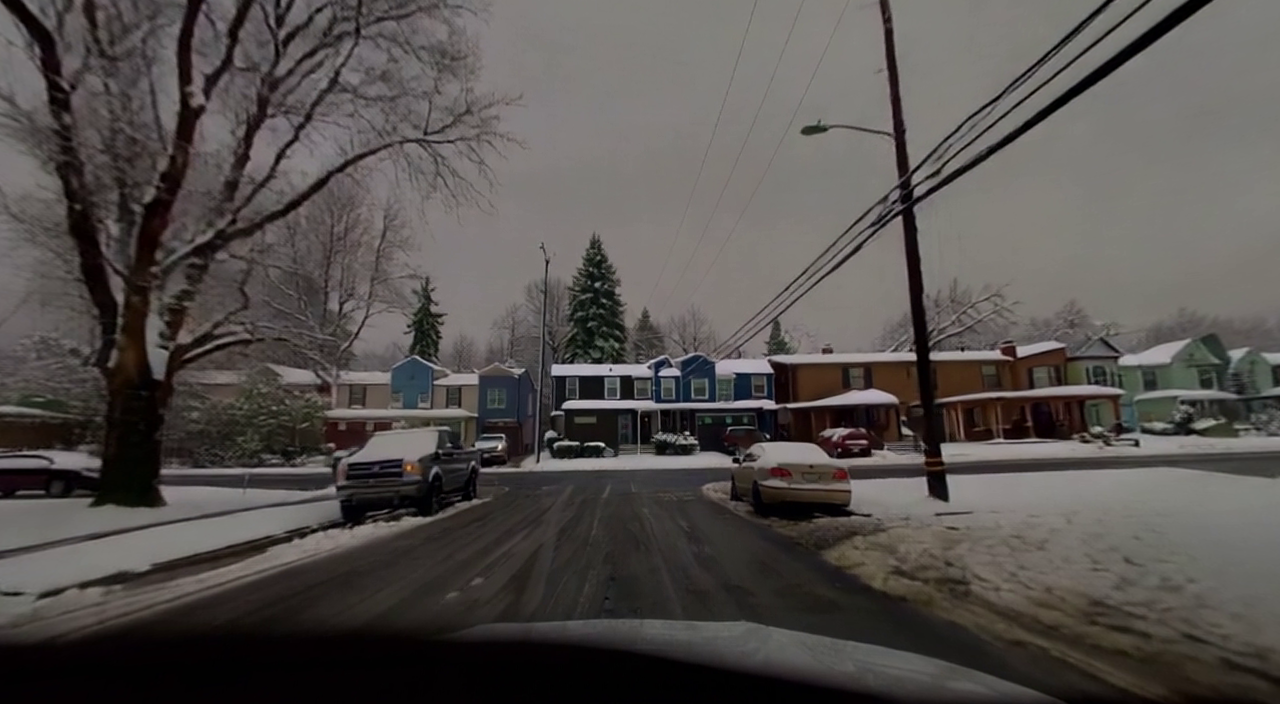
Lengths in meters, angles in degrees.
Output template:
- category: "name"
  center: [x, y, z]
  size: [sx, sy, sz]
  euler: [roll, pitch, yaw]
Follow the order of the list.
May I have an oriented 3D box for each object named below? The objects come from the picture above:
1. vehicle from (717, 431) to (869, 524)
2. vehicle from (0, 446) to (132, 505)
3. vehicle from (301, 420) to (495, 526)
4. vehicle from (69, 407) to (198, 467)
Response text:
- category: "vehicle"
  center: [3.340, 2.847, 14.942]
  size: [2.109, 1.811, 4.886]
  euler: [1, -9, -3]
- category: "vehicle"
  center: [-15.953, 3.275, 17.124]
  size: [1.563, 1.433, 3.492]
  euler: [1, -9, -7]
- category: "vehicle"
  center: [-5.569, 2.895, 15.800]
  size: [2.480, 2.084, 6.353]
  euler: [0, -9, -1]
- category: "vehicle"
  center: [-31.402, 5.177, 39.431]
  size: [2.473, 2.922, 6.719]
  euler: [-1, -1, 3]
